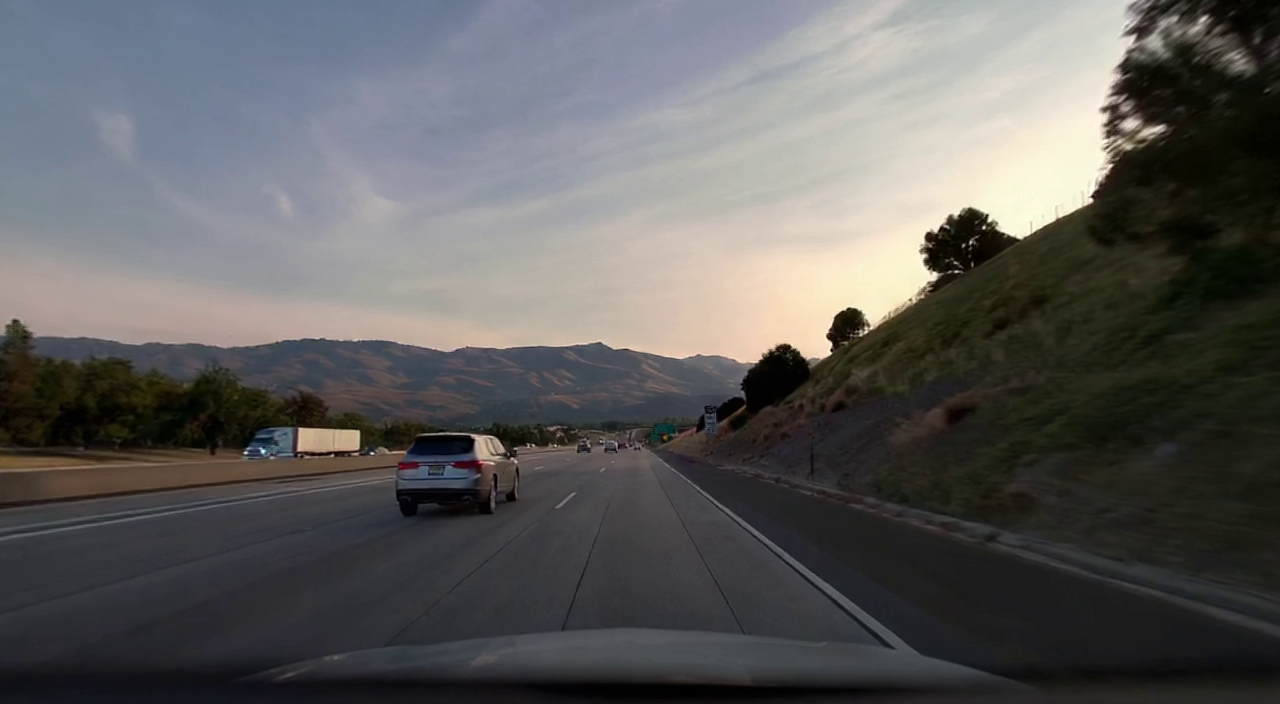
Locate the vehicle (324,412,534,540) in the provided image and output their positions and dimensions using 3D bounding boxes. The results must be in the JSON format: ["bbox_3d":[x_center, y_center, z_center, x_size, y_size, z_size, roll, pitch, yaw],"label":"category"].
[{"bbox_3d":[-3.337,2.073,11.193,2.029,1.753,4.718,0,-8,1],"label":"vehicle"}]
